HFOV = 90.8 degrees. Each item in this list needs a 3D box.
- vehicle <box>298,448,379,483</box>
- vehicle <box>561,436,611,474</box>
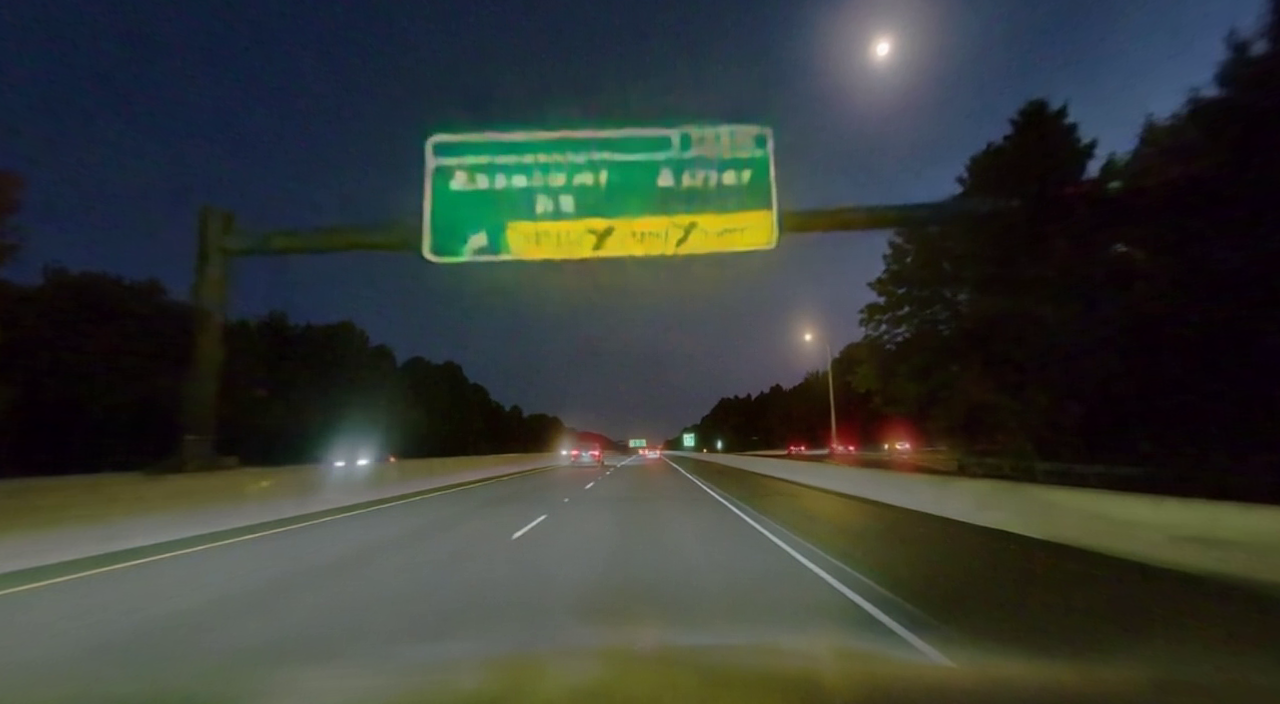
[{"bbox_3d":[-16.301,6.134,34.396,1.998,1.712,4.578,-1,-9,2],"label":"vehicle"},{"bbox_3d":[-2.758,5.395,33.286,2.143,1.853,4.123,0,-8,2],"label":"vehicle"}]
